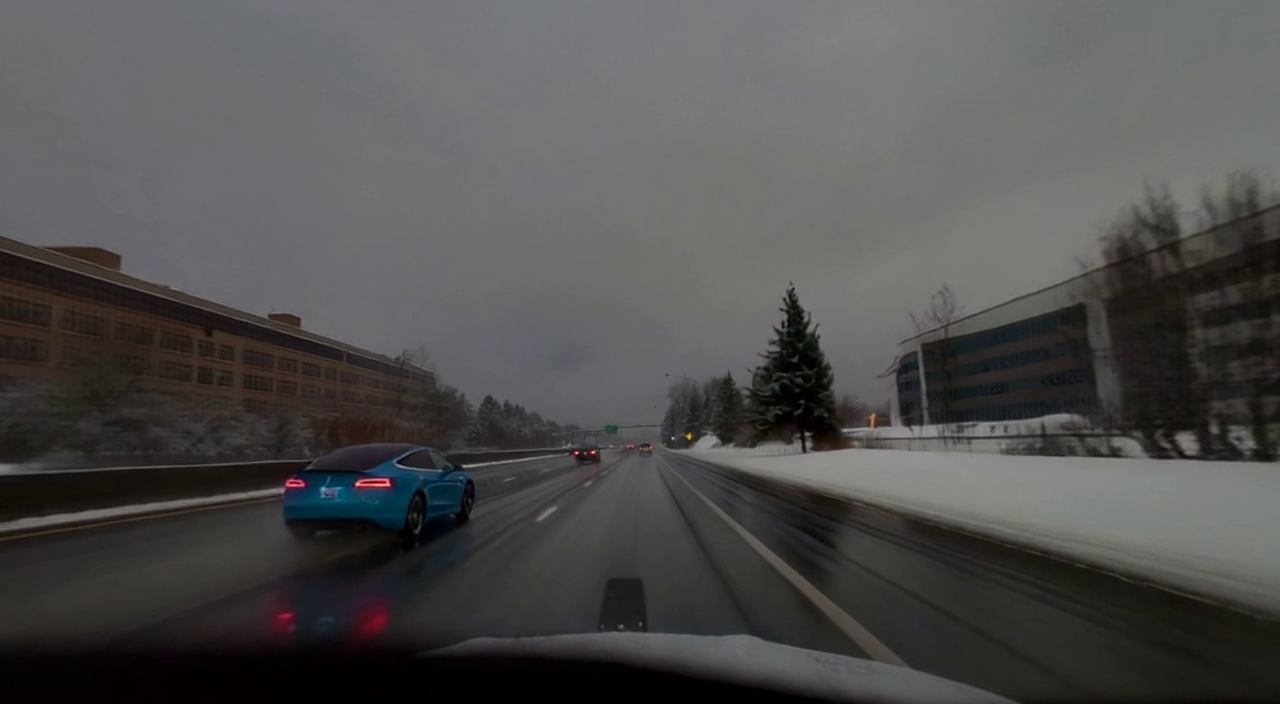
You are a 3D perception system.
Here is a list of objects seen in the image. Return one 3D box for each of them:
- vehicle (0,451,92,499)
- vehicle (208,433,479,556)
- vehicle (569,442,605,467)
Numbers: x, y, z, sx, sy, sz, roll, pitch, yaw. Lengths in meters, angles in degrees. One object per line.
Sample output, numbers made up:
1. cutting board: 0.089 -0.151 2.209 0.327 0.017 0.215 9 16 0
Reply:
1. vehicle: -21.294 4.160 21.563 1.817 1.465 3.571 0 -8 1
2. vehicle: -4.155 2.051 9.870 2.083 1.471 4.350 0 -8 1
3. vehicle: -3.340 6.548 40.458 1.926 1.464 4.186 0 -8 1
